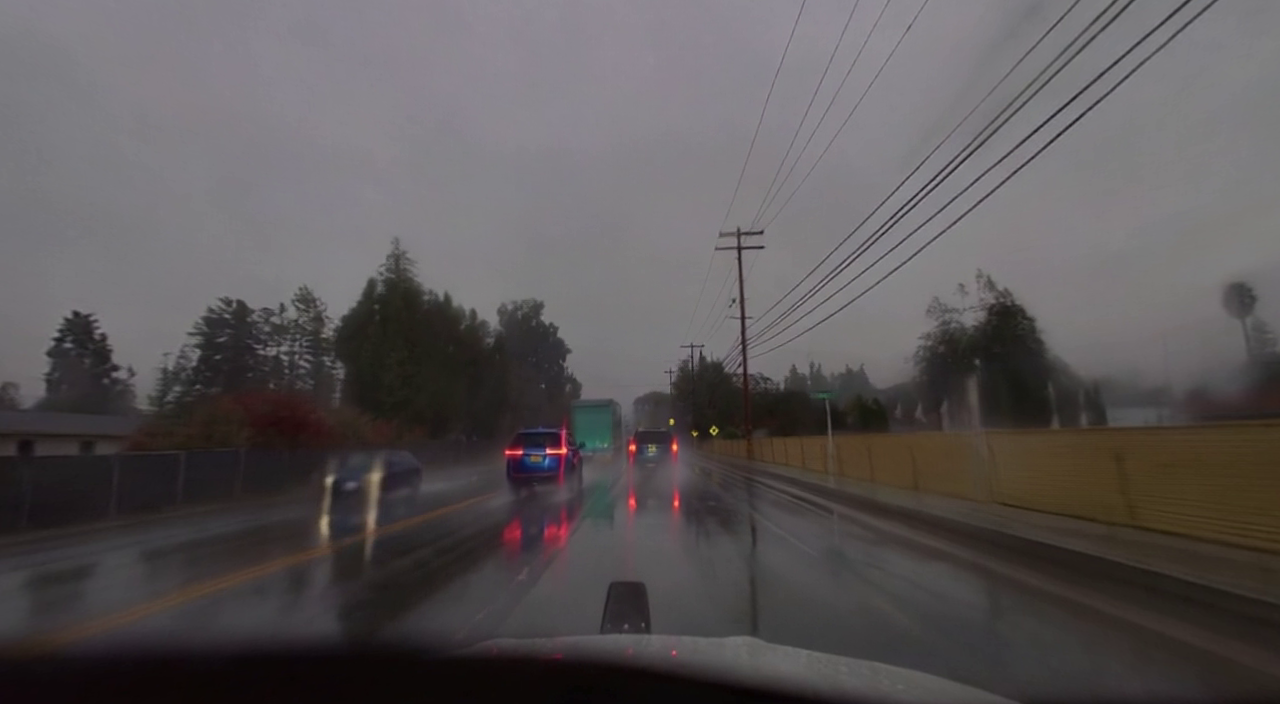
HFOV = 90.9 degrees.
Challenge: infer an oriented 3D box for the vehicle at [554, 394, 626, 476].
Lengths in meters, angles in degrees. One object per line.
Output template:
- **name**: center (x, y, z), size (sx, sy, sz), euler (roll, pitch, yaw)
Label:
- **vehicle**: center (-2.394, 4.592, 34.124), size (2.928, 3.658, 10.953), euler (0, -9, 0)

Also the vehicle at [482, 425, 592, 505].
- **vehicle**: center (-2.591, 3.001, 17.093), size (2.093, 1.832, 4.508), euler (-1, -9, 2)

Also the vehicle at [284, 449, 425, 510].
- **vehicle**: center (-8.239, 3.693, 18.729), size (2.081, 1.568, 4.265), euler (-1, -9, 1)

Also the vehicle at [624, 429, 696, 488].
- **vehicle**: center (0.627, 3.532, 21.053), size (2.174, 1.749, 4.113), euler (-1, -9, 1)
